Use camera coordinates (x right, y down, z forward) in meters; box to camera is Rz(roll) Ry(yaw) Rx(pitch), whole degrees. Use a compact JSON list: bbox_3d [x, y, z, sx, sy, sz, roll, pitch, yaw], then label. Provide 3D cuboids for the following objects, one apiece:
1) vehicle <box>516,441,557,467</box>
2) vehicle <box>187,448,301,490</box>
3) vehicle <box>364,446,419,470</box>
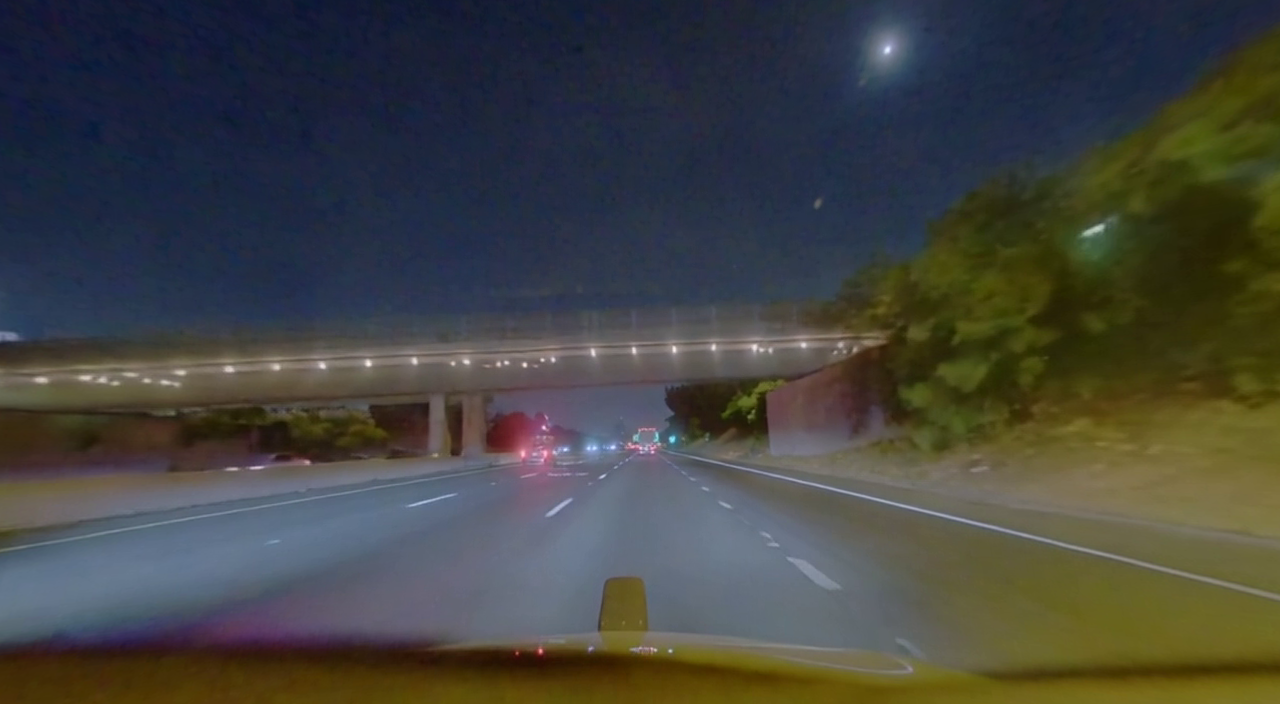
[{"bbox_3d":[-7.101,7.032,43.628,1.981,1.685,4.171,0,-8,1],"label":"vehicle"},{"bbox_3d":[-16.317,4.799,26.291,1.886,1.531,4.331,0,-8,1],"label":"vehicle"},{"bbox_3d":[-17.928,7.640,45.745,1.890,1.623,4.607,-1,-8,3],"label":"vehicle"}]
